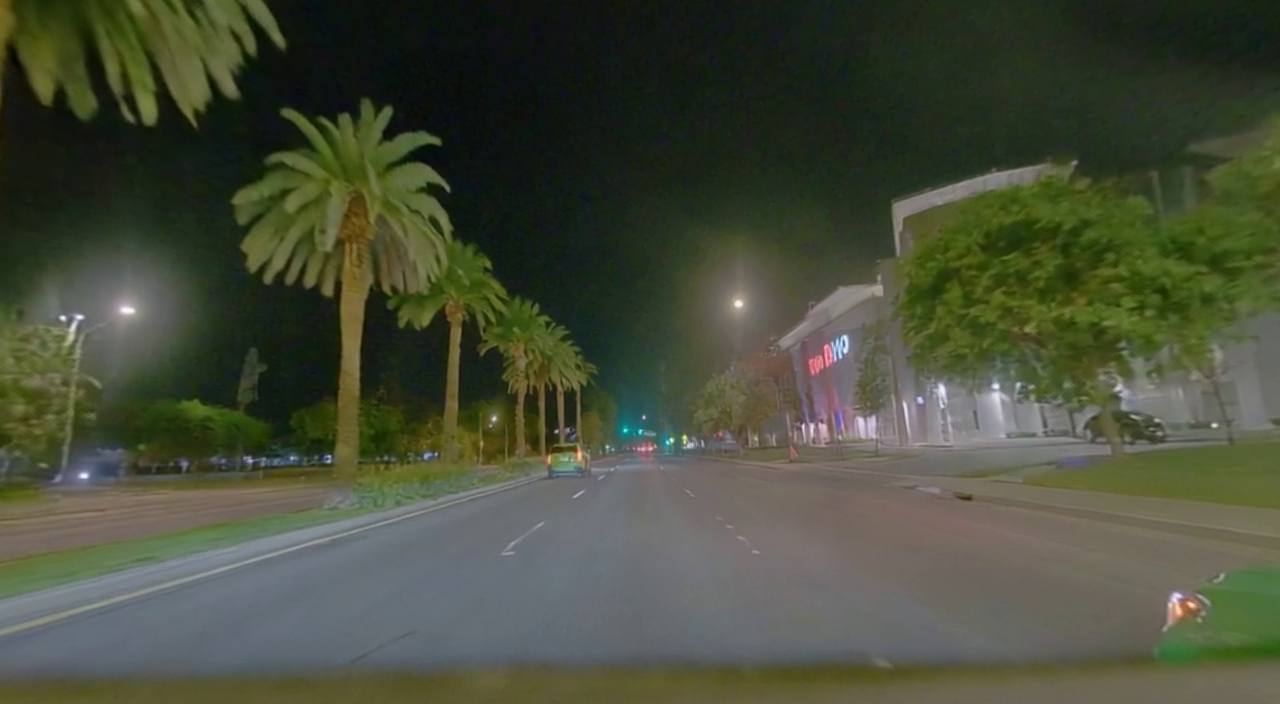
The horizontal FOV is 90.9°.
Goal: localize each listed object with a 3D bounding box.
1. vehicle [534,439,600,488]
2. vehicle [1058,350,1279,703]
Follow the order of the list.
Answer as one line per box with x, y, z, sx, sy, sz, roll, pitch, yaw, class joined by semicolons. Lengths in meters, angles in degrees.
-2.804;4.417;25.190;1.998;1.743;4.402;-1;-9;1;vehicle
2.774;0.563;0.553;1.946;1.513;4.133;-1;-9;0;vehicle
